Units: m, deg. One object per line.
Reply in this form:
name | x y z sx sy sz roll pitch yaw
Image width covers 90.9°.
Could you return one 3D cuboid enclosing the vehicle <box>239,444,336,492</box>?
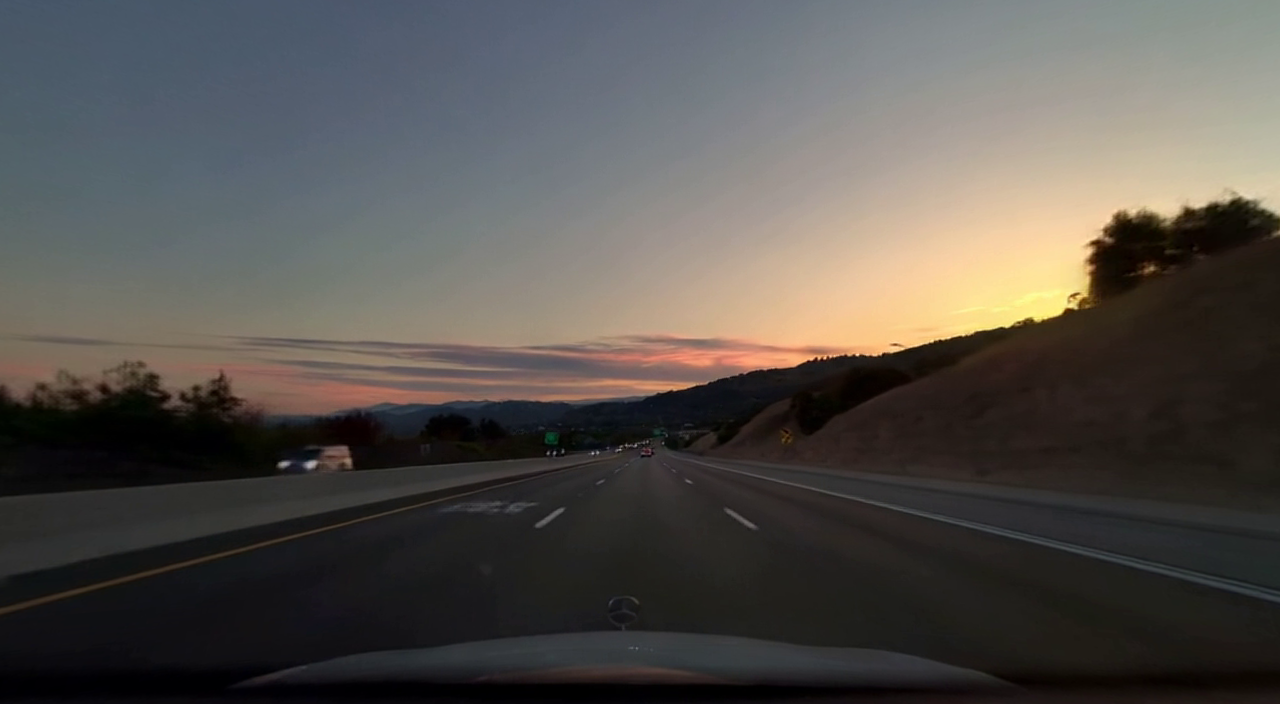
vehicle | -18.631 6.112 33.655 2.135 2.308 5.136 0 -9 0
